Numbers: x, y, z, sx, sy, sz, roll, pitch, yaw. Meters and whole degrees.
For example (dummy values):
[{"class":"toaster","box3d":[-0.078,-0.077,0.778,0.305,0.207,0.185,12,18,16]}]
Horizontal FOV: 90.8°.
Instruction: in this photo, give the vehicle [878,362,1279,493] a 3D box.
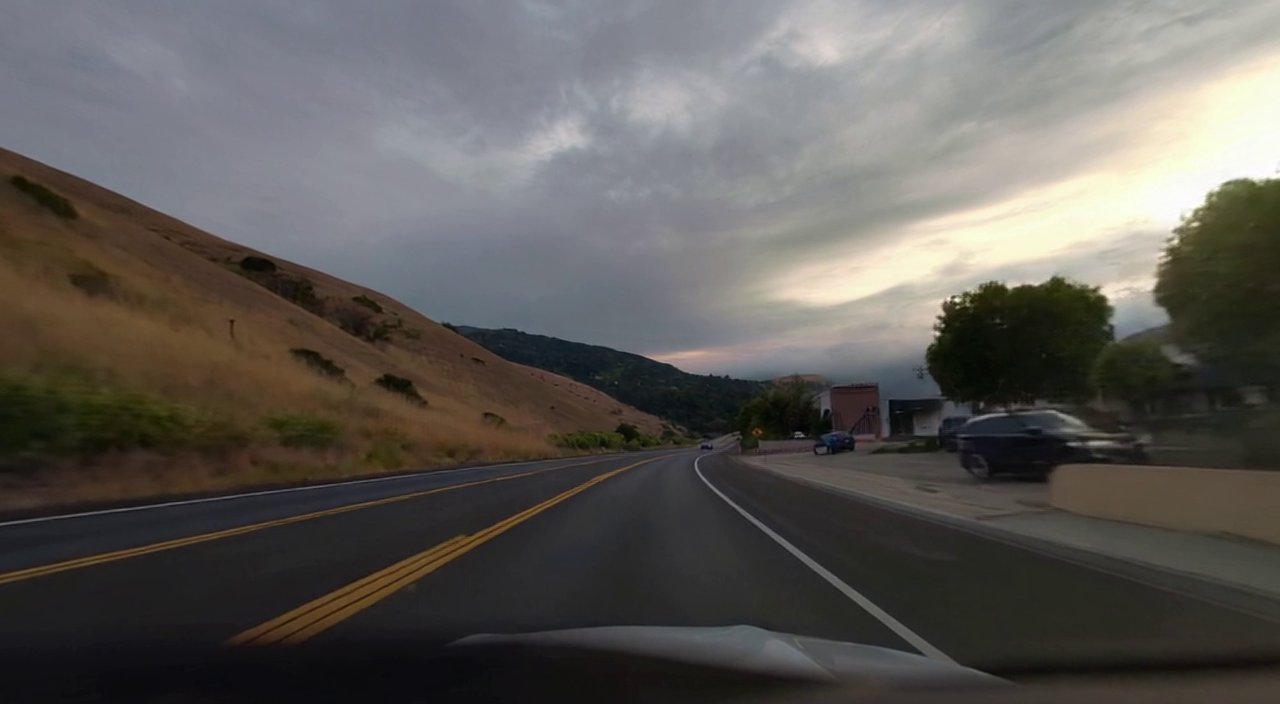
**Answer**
[{"class":"vehicle","box3d":[8.365,1.678,12.507,2.216,1.887,6.388,2,-12,-39]}]
